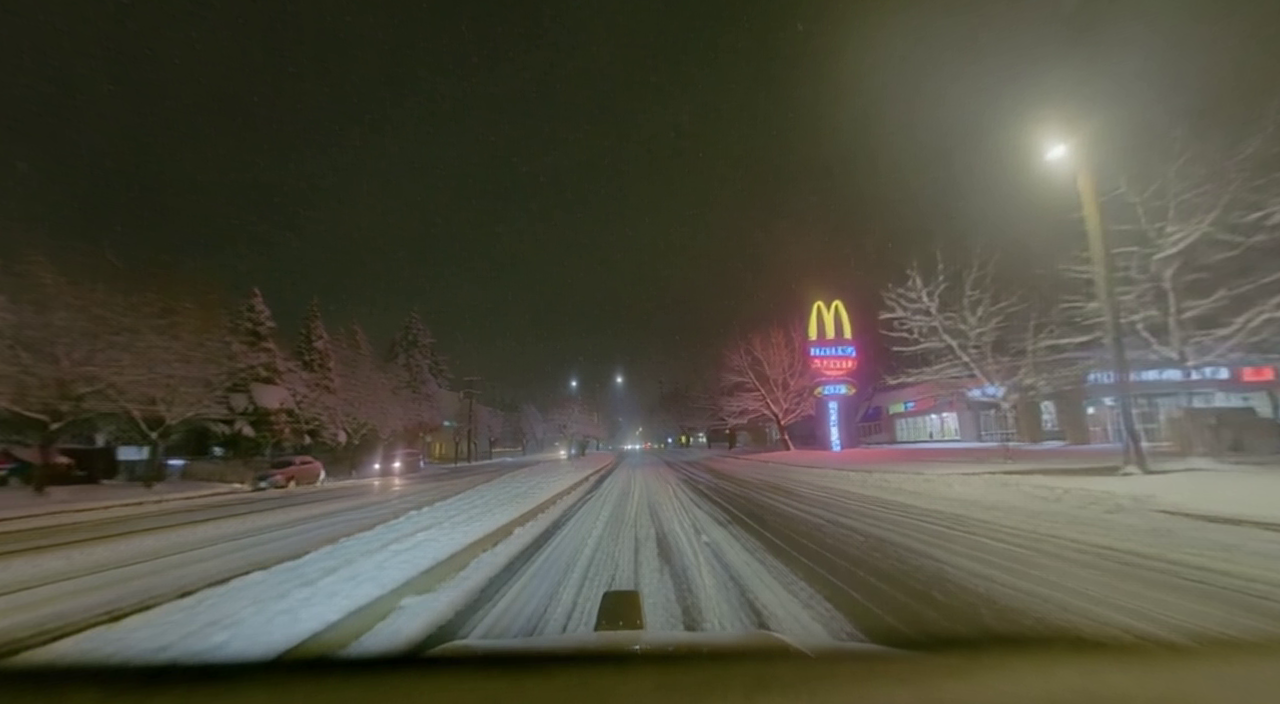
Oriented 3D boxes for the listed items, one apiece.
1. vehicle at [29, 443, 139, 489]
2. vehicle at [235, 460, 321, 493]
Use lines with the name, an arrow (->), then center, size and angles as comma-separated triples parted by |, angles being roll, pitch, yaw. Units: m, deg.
vehicle -> -29.715, 6.008, 33.731 | 5.867, 2.279, 2.342 | -5, -10, 28
vehicle -> -19.342, 6.650, 34.016 | 2.012, 1.471, 4.613 | -2, -8, -2
